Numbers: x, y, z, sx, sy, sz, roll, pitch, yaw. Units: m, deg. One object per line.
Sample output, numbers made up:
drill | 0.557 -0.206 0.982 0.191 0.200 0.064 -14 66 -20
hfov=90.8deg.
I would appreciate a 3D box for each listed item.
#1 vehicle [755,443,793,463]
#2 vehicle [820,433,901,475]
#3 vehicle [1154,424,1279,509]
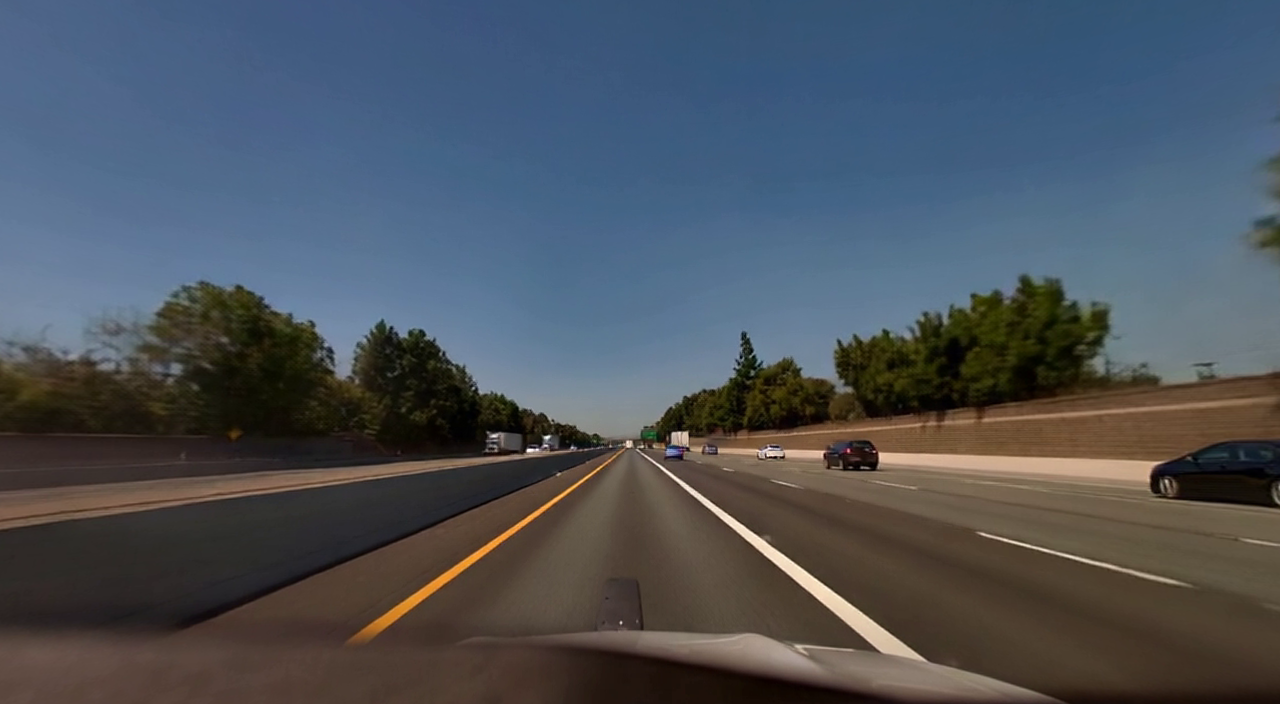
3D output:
vehicle | 10.393 7.849 49.137 1.931 1.479 4.183 0 -8 -2
vehicle | 10.205 4.761 29.663 2.098 1.820 4.505 0 -8 -1
vehicle | 14.045 2.463 13.719 1.957 1.709 4.387 0 -8 -1
